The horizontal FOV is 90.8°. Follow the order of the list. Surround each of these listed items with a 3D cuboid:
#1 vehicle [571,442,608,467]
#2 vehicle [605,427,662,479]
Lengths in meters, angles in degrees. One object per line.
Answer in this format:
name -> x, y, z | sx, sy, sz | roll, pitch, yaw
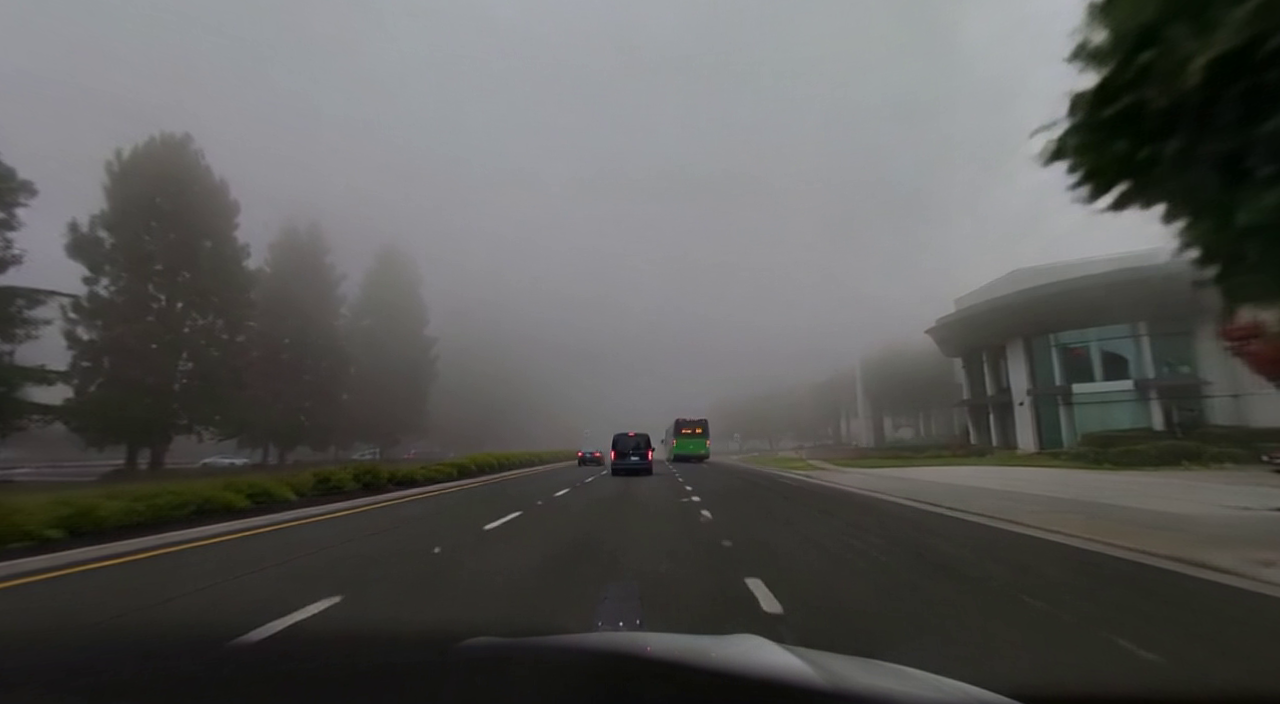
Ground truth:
vehicle -> -3.498, 7.205, 44.537 | 2.109, 1.672, 4.256 | -1, -9, 2
vehicle -> -0.192, 4.573, 28.770 | 2.336, 2.122, 5.207 | -1, -9, 2
